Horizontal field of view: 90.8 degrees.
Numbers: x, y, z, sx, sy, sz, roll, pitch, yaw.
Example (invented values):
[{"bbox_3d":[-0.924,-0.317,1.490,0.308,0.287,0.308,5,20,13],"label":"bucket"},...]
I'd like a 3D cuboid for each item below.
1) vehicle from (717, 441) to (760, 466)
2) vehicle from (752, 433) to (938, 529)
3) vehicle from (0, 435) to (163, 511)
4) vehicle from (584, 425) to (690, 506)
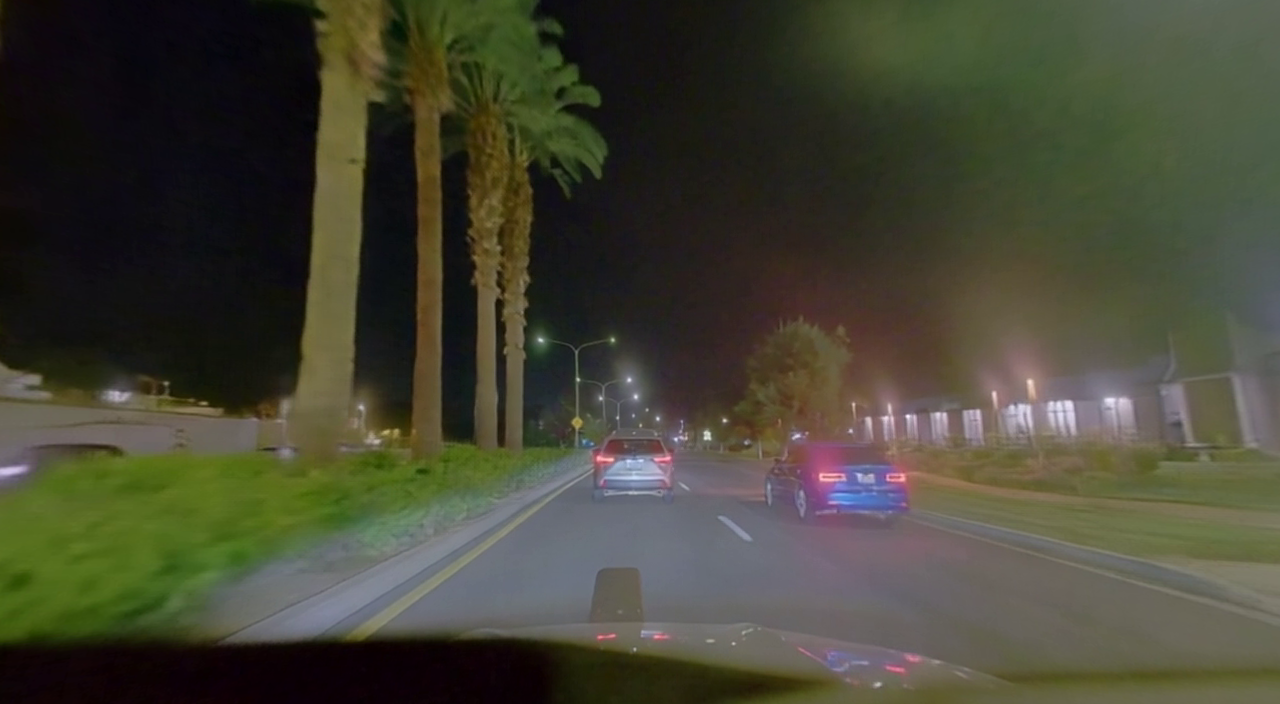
[{"bbox_3d":[6.303,6.538,40.834,1.930,1.457,4.267,0,-8,-2],"label":"vehicle"},{"bbox_3d":[3.620,2.361,12.224,1.941,1.472,4.570,0,-8,-2],"label":"vehicle"},{"bbox_3d":[-17.656,3.565,19.362,2.127,1.883,5.167,0,-6,-1],"label":"vehicle"},{"bbox_3d":[-0.090,2.719,15.539,2.239,1.693,4.301,0,-8,-1],"label":"vehicle"}]
